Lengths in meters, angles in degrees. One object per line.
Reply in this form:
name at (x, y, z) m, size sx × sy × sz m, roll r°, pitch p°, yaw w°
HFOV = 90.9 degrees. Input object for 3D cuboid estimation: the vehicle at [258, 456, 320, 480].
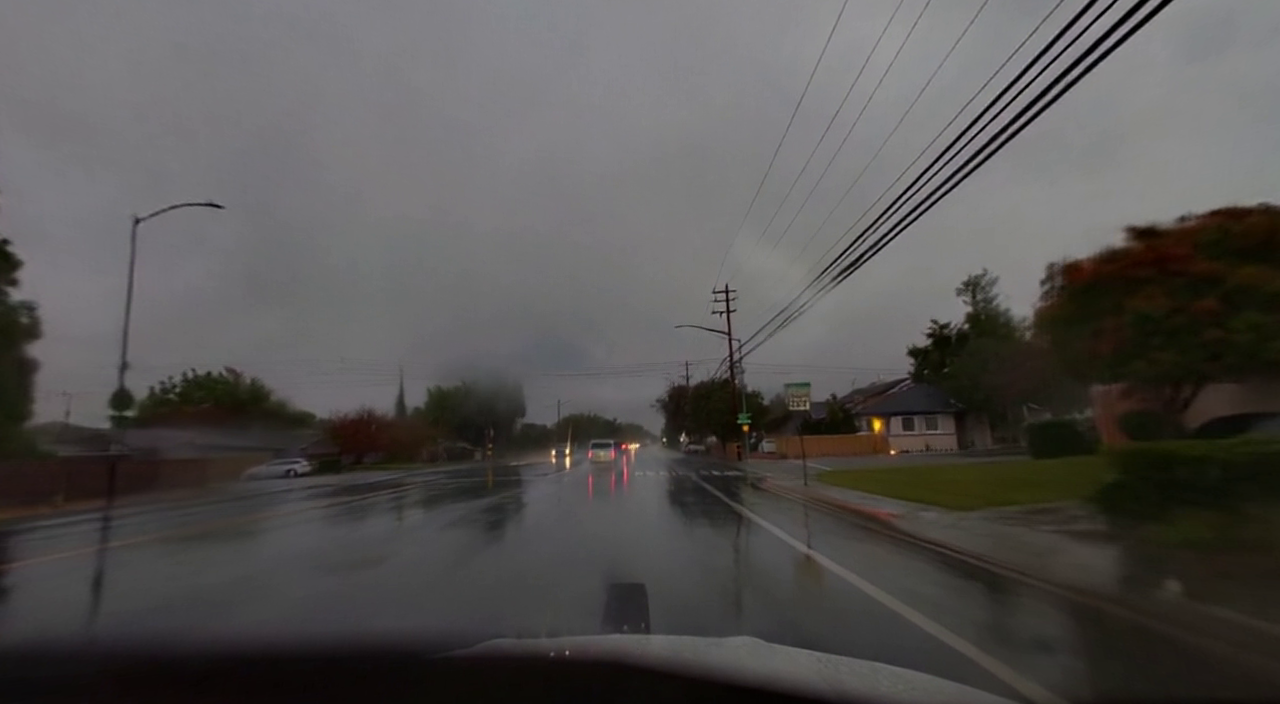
vehicle at (-26.976, 8.900, 48.644) m, size 1.938 × 1.725 × 4.846 m, roll 0°, pitch -9°, yaw 0°

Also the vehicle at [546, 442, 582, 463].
vehicle at (-5.905, 7.853, 49.403) m, size 2.155 × 1.533 × 4.530 m, roll 0°, pitch -9°, yaw 2°

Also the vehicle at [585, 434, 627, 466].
vehicle at (-2.075, 6.220, 40.066) m, size 2.327 × 1.861 × 4.941 m, roll 0°, pitch -9°, yaw 1°
